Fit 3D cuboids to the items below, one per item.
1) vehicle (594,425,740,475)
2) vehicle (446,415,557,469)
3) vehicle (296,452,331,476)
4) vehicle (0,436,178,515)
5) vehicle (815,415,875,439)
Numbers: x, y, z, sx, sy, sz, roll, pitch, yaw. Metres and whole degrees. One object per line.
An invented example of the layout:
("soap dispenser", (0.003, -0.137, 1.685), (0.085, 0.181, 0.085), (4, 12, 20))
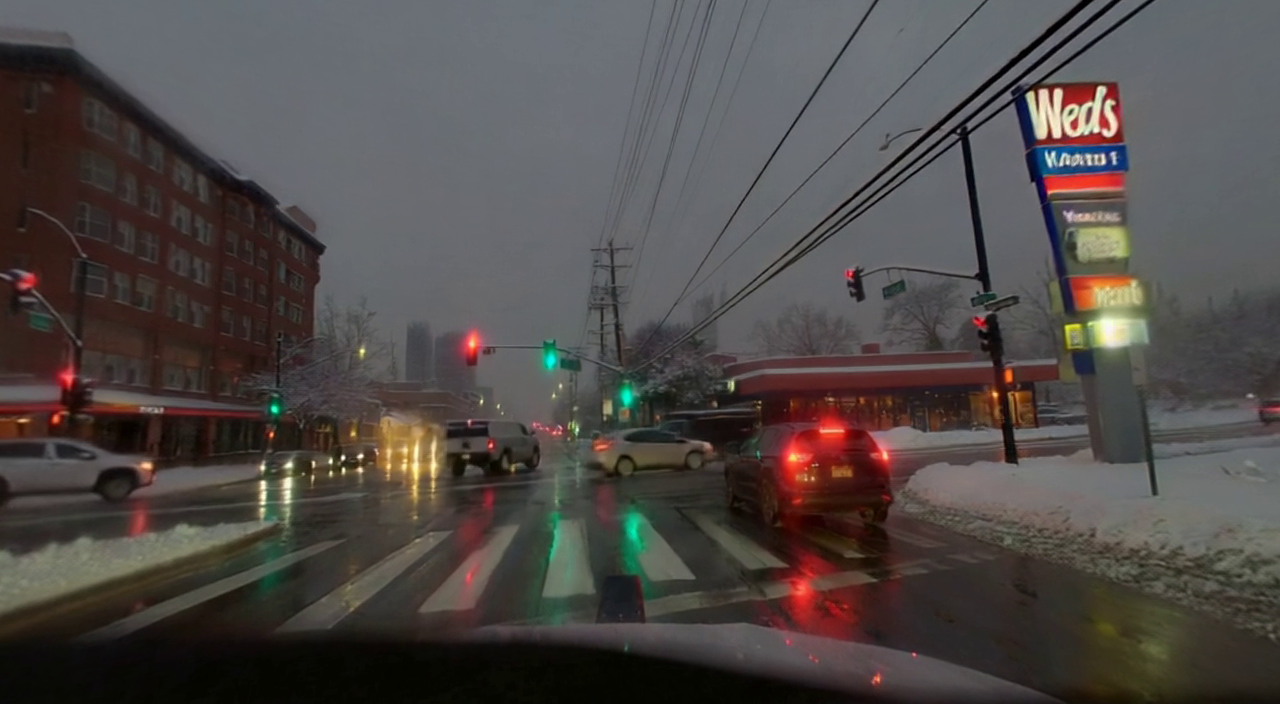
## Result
("vehicle", (0.899, 3.125, 20.375), (4.433, 1.453, 1.804), (5, -10, -30))
("vehicle", (-5.434, 3.699, 25.790), (2.081, 1.938, 5.603), (-2, -9, 14))
("vehicle", (-23.428, 7.980, 45.237), (1.942, 1.413, 4.229), (4, -7, -30))
("vehicle", (-14.295, 2.997, 15.632), (4.292, 1.761, 2.105), (5, -10, -30))
("vehicle", (16.056, 5.833, 49.446), (4.589, 1.730, 1.801), (3, -10, -31))
